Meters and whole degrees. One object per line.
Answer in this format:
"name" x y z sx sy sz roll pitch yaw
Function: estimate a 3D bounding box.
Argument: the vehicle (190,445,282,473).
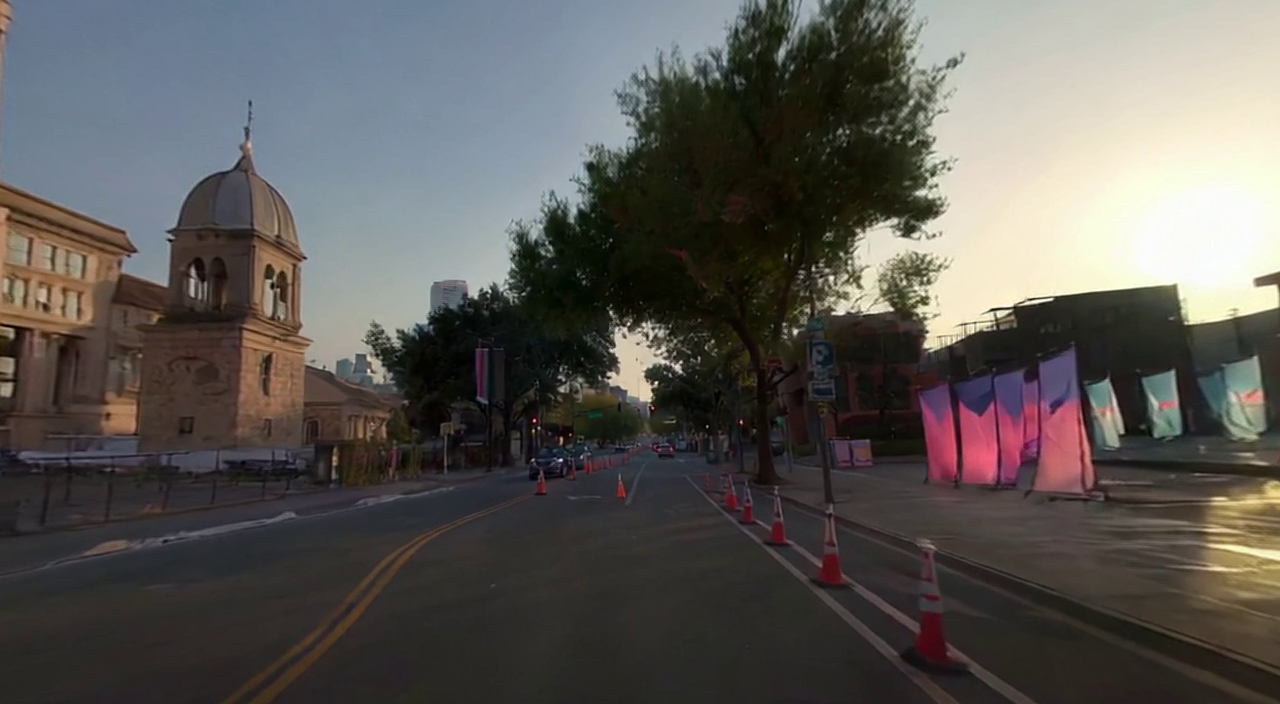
"vehicle" -25.899 6.864 40.508 4.445 1.753 2.044 0 -9 1
